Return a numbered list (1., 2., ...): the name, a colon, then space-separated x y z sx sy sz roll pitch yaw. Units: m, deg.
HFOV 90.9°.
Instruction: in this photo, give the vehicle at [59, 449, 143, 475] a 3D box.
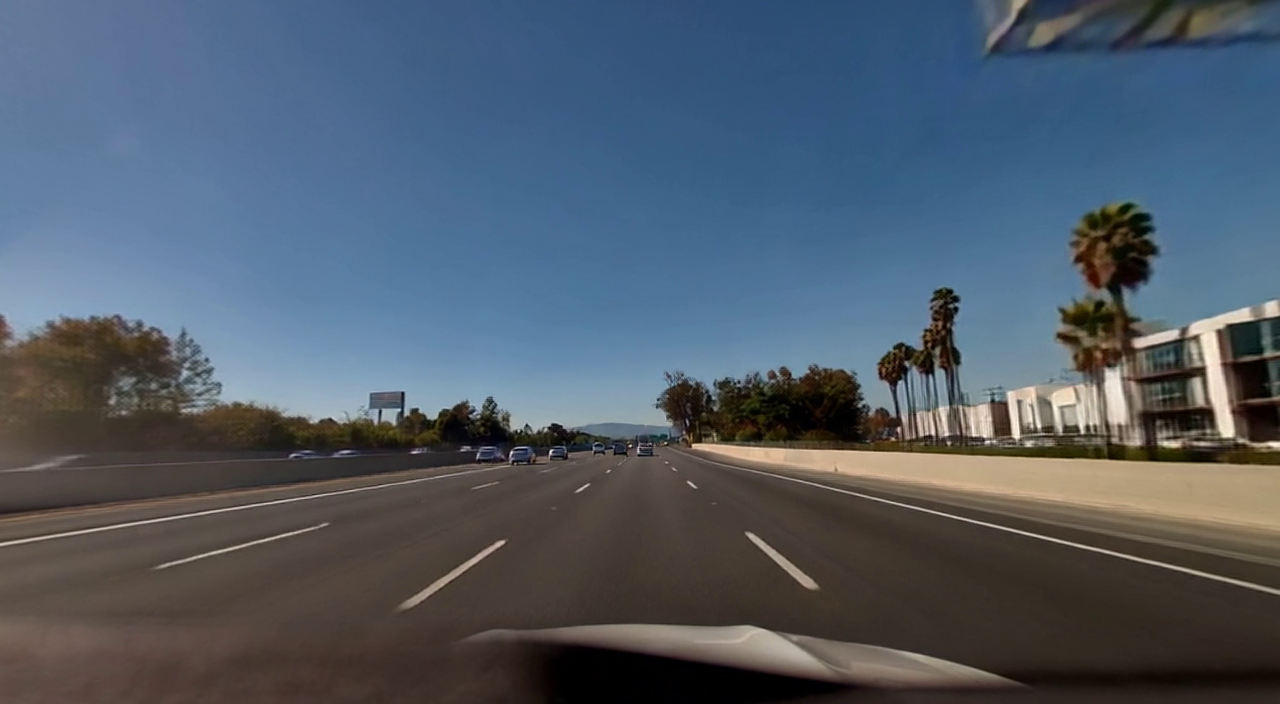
1. vehicle: -34.708 7.059 40.734 1.750 1.449 4.161 1 -8 -1
